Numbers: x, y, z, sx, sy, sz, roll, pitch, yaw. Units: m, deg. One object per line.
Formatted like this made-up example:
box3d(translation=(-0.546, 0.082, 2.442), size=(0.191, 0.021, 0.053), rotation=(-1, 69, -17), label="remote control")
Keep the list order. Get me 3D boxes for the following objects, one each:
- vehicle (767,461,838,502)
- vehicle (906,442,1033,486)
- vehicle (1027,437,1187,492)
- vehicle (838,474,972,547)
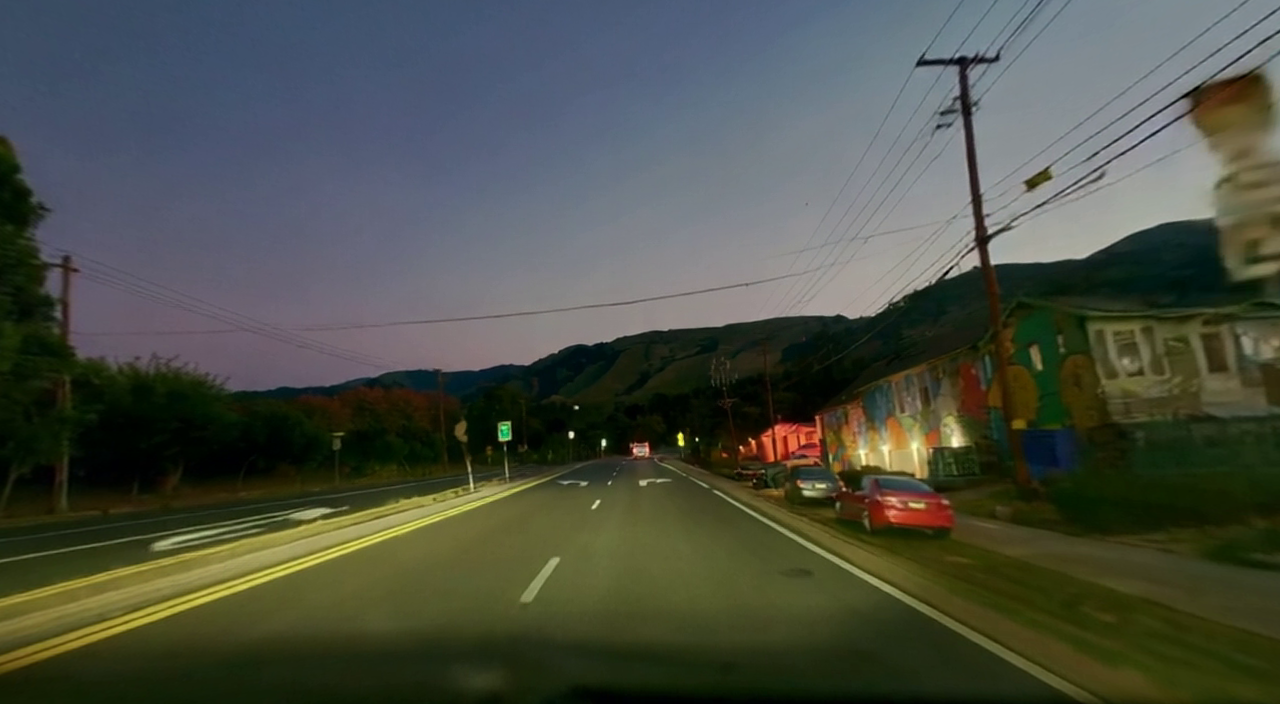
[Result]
box3d(translation=(6.924, 5.542, 27.359), size=(1.838, 1.475, 4.152), rotation=(0, -9, -1), label="vehicle")
box3d(translation=(15.257, 5.178, 29.431), size=(4.798, 1.934, 1.908), rotation=(0, -9, 0), label="vehicle")
box3d(translation=(16.473, 3.977, 22.452), size=(4.087, 1.834, 1.939), rotation=(0, -9, -2), label="vehicle")
box3d(translation=(6.688, 4.013, 16.478), size=(1.781, 1.432, 4.169), rotation=(-1, -9, 2), label="vehicle")
